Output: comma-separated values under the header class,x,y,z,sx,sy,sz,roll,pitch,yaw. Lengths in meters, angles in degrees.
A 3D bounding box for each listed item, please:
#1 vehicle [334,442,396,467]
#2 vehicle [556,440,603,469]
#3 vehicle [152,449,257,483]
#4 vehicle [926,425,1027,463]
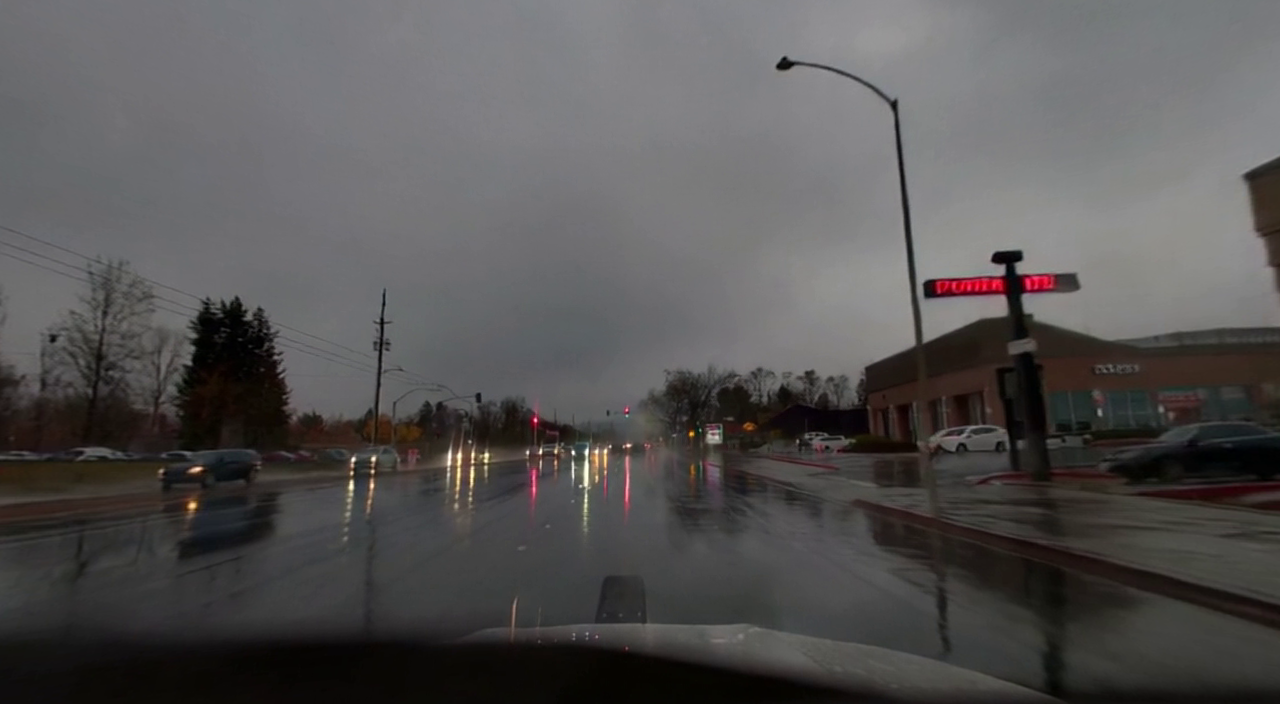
class,x,y,z,sx,sy,sz,roll,pitch,yaw
vehicle,-20.786,7.773,48.020,2.211,1.813,4.818,-1,-9,6
vehicle,-3.330,5.782,35.713,2.179,1.490,4.742,0,-9,0
vehicle,-20.671,5.385,30.231,1.818,1.488,4.344,-1,-9,2
vehicle,14.718,4.072,28.056,2.036,1.520,5.417,-1,-8,7
